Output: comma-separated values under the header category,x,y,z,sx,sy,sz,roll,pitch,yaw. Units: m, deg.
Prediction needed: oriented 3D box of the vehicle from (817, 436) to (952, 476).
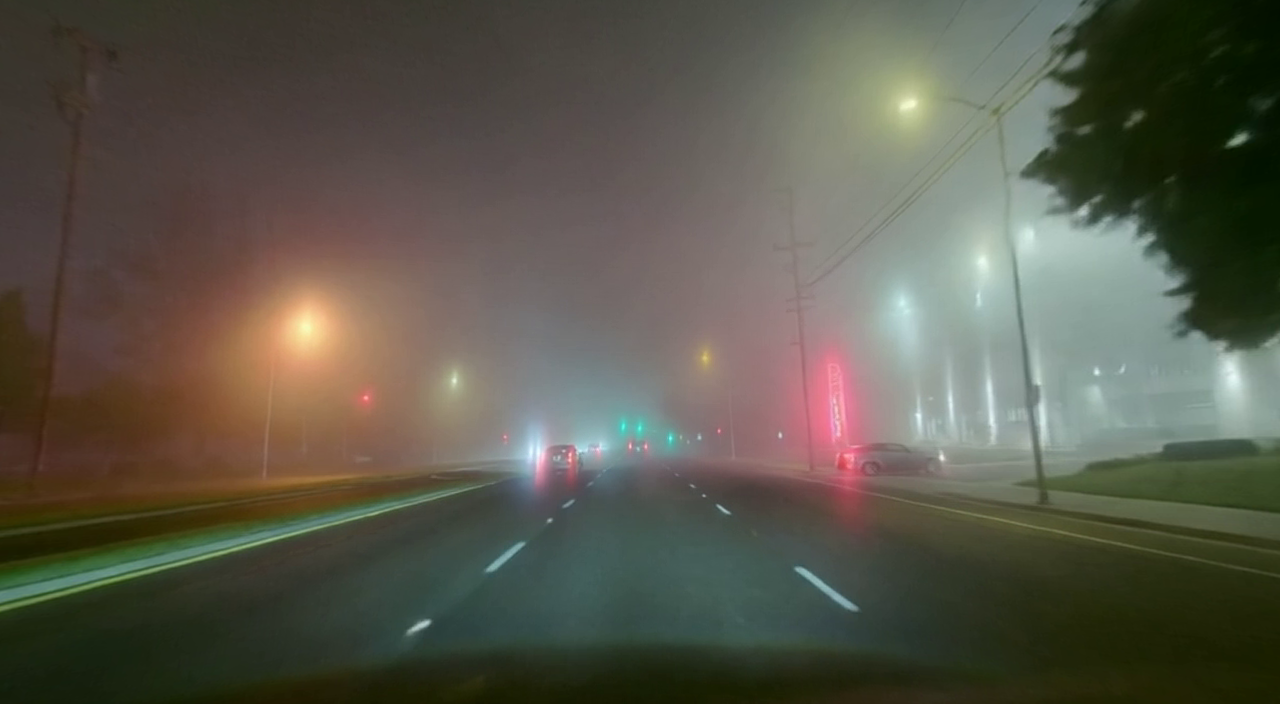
category,x,y,z,sx,sy,sz,roll,pitch,yaw
vehicle,10.338,4.424,26.851,4.885,1.576,2.024,1,-9,-6

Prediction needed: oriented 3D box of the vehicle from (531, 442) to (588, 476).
category,x,y,z,sx,sy,sz,roll,pitch,yaw
vehicle,-3.637,4.925,29.327,2.076,1.444,4.328,0,-8,0
